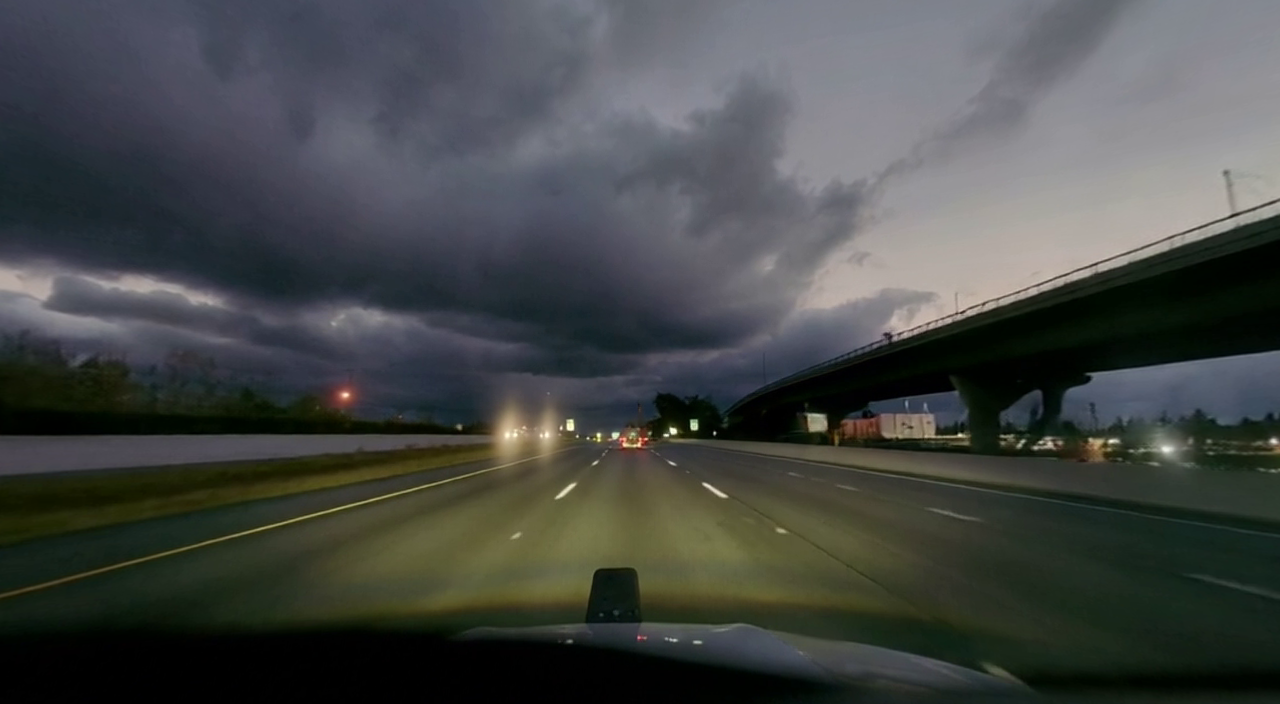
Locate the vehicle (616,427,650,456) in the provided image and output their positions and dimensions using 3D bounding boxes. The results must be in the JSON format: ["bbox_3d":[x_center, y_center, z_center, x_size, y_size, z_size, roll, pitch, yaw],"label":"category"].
[{"bbox_3d":[-0.565,6.295,44.446,2.277,1.913,4.510,0,-8,-3],"label":"vehicle"}]
